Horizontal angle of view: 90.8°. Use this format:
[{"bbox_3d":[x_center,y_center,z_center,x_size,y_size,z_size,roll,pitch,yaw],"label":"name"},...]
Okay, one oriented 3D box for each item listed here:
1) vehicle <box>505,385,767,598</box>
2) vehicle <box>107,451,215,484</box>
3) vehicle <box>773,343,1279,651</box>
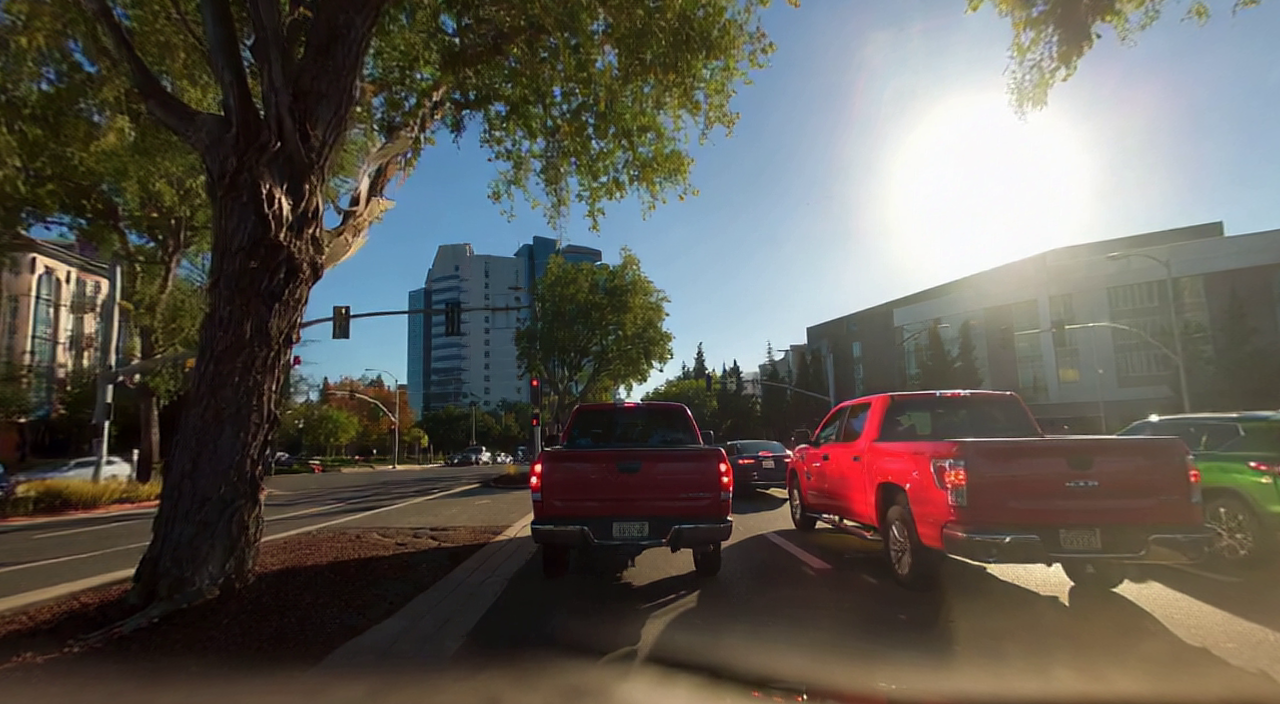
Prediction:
[{"bbox_3d":[-0.061,1.567,8.000,2.240,1.821,5.001,0,-9,-1],"label":"vehicle"},{"bbox_3d":[-26.385,6.326,35.008,4.437,1.669,1.936,5,-10,-30],"label":"vehicle"},{"bbox_3d":[3.323,1.329,6.927,2.412,1.953,5.682,0,-9,-1],"label":"vehicle"}]
